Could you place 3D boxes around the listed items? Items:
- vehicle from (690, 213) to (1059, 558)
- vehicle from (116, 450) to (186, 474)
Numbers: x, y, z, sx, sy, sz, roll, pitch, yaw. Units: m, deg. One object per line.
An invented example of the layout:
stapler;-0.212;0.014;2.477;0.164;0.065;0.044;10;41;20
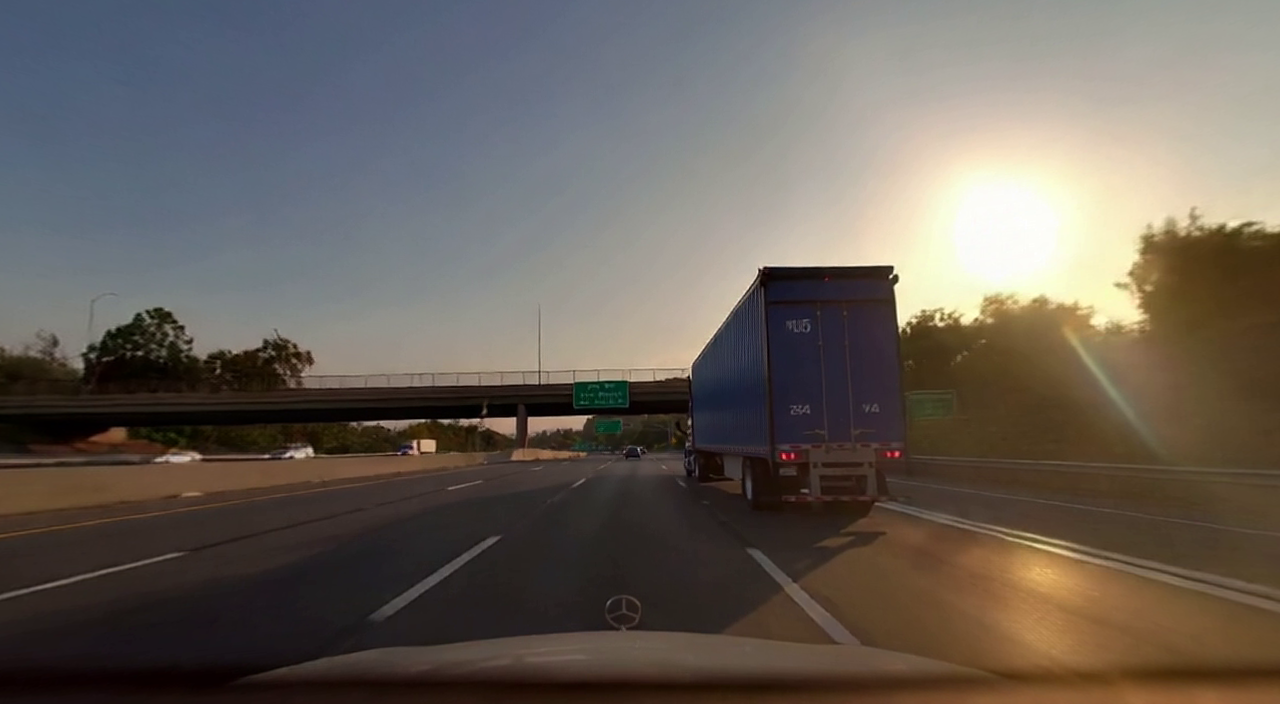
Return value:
vehicle;3.369;1.568;15.709;2.743;4.160;16.408;0;-9;-1
vehicle;-29.087;6.572;37.717;1.492;1.359;3.369;-1;-10;-1
